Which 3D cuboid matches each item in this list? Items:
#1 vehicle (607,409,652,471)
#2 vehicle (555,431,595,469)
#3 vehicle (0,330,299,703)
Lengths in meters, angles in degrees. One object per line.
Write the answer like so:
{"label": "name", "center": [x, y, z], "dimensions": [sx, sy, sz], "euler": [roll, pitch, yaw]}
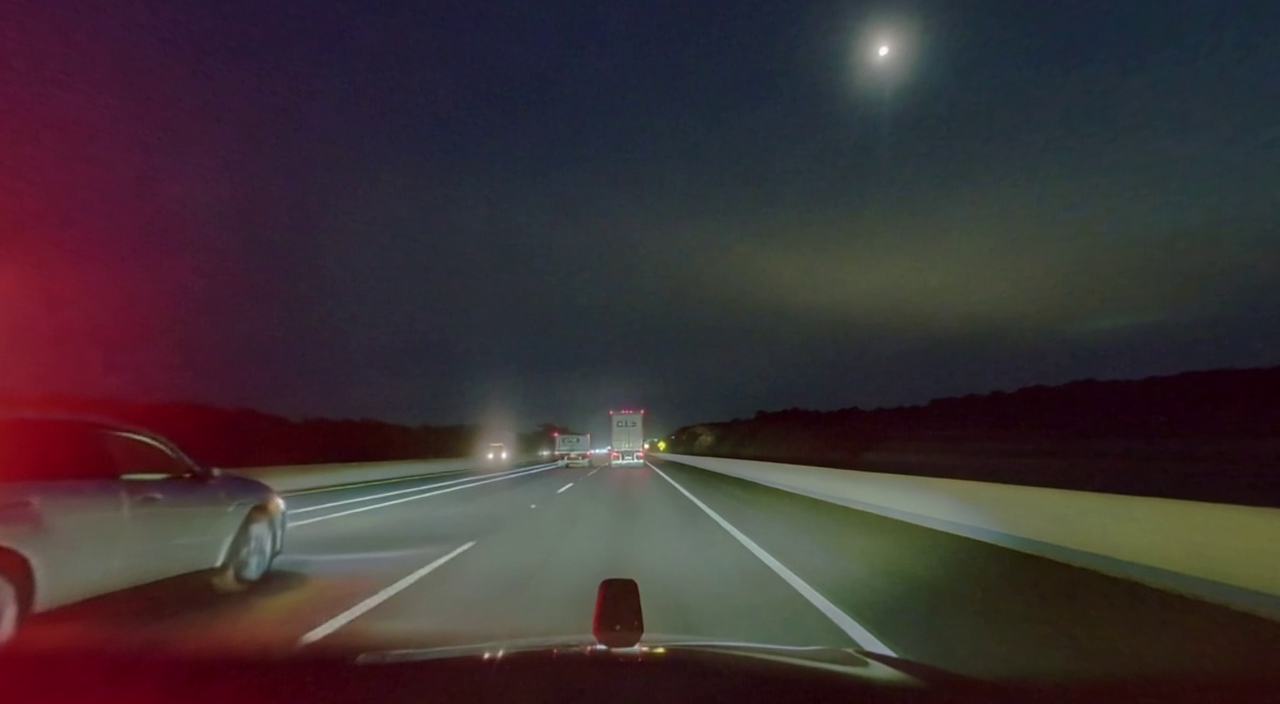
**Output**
{"label": "vehicle", "center": [-0.844, 6.476, 45.855], "dimensions": [2.923, 4.007, 9.760], "euler": [0, -9, -2]}
{"label": "vehicle", "center": [-4.911, 7.550, 48.401], "dimensions": [2.529, 2.697, 5.935], "euler": [0, -9, -1]}
{"label": "vehicle", "center": [-4.375, 0.898, 3.361], "dimensions": [2.226, 1.935, 5.130], "euler": [0, -9, 0]}
